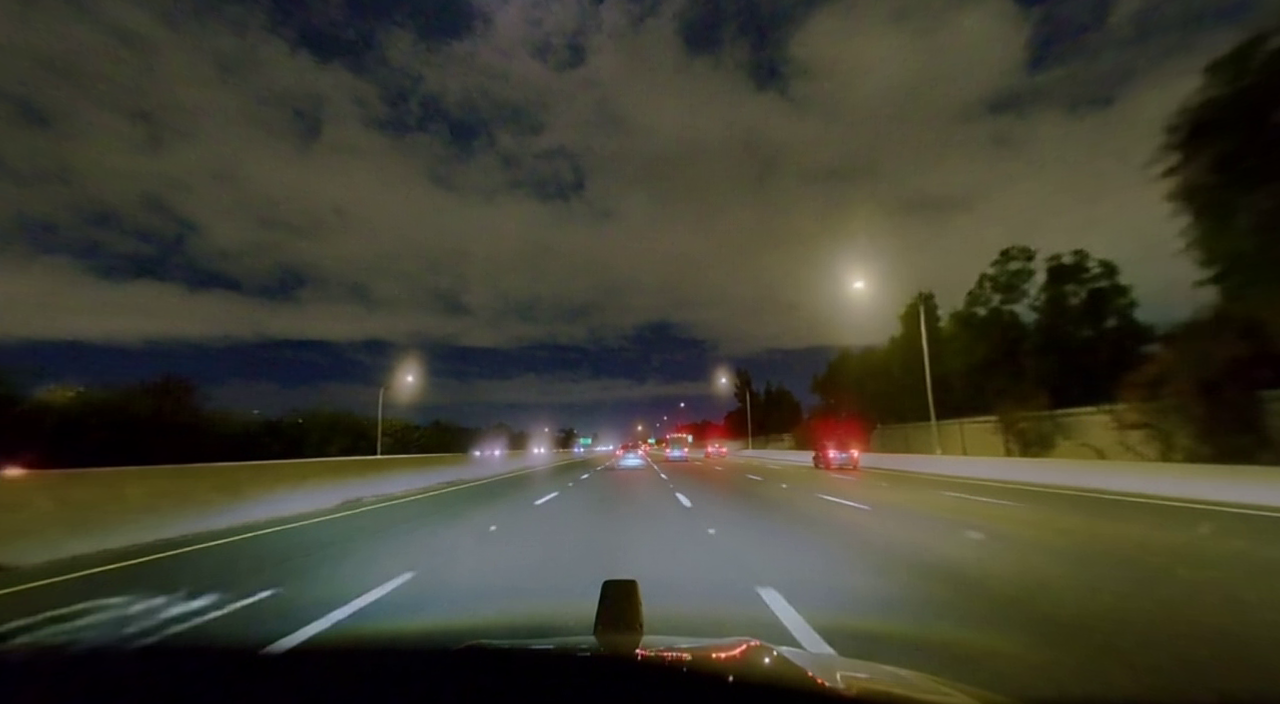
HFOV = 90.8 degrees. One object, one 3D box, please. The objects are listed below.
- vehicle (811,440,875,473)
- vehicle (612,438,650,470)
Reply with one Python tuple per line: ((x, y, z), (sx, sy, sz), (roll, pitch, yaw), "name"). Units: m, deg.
((11.083, 5.725, 34.844), (1.912, 1.673, 4.438), (0, -8, -1), "vehicle")
((-0.590, 6.024, 37.491), (2.121, 1.739, 4.087), (0, -8, -2), "vehicle")
